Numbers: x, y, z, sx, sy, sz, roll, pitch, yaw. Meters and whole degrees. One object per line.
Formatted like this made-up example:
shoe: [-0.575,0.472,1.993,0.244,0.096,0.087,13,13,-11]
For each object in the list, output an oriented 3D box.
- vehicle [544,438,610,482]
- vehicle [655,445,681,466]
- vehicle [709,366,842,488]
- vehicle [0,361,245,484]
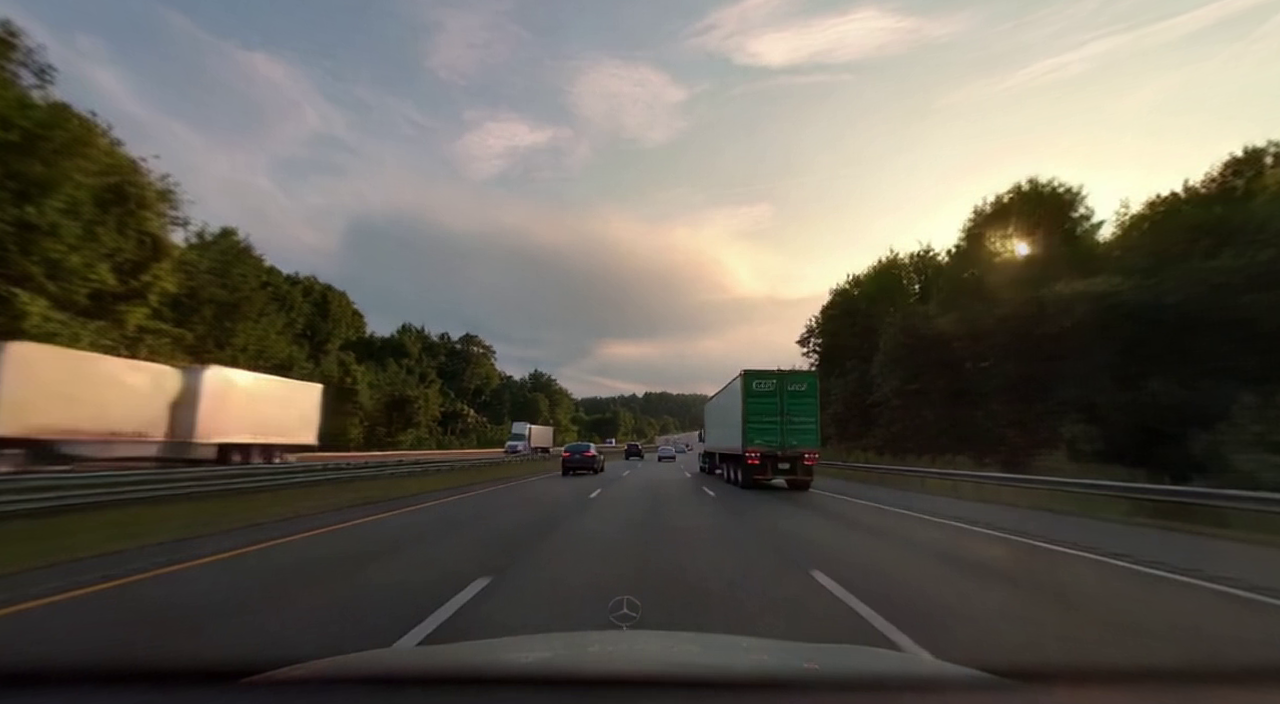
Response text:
vehicle: [-2.590,4.605,27.034,2.205,1.728,4.397,0,-9,2]
vehicle: [2.196,8.044,49.090,1.990,1.537,3.725,-1,-9,3]
vehicle: [5.189,3.505,27.652,3.057,3.993,13.914,0,-9,1]
vehicle: [-20.402,2.698,22.526,3.238,3.588,13.782,0,-9,2]
